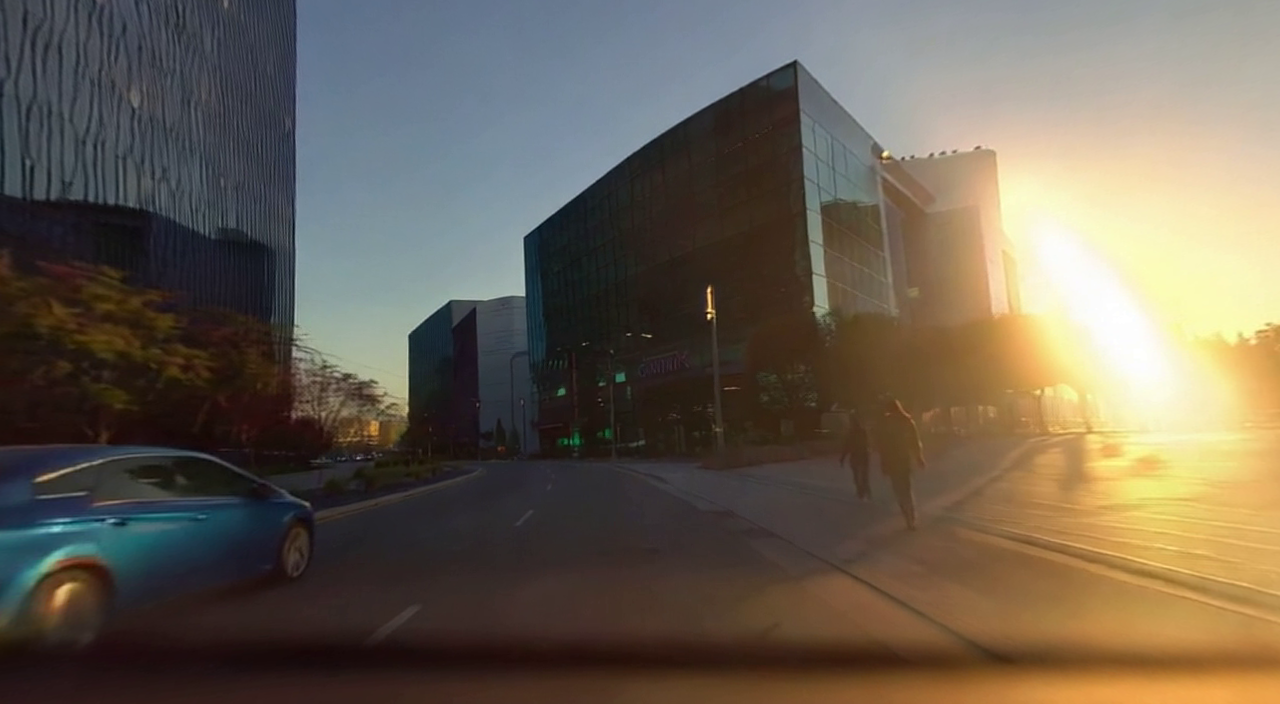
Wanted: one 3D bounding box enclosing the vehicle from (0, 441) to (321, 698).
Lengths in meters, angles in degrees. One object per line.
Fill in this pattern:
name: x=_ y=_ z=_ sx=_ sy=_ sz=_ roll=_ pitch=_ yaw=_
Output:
vehicle: x=-4.769 y=1.474 z=5.067 sx=2.045 sy=1.479 sz=4.616 roll=0 pitch=-9 yaw=-1
